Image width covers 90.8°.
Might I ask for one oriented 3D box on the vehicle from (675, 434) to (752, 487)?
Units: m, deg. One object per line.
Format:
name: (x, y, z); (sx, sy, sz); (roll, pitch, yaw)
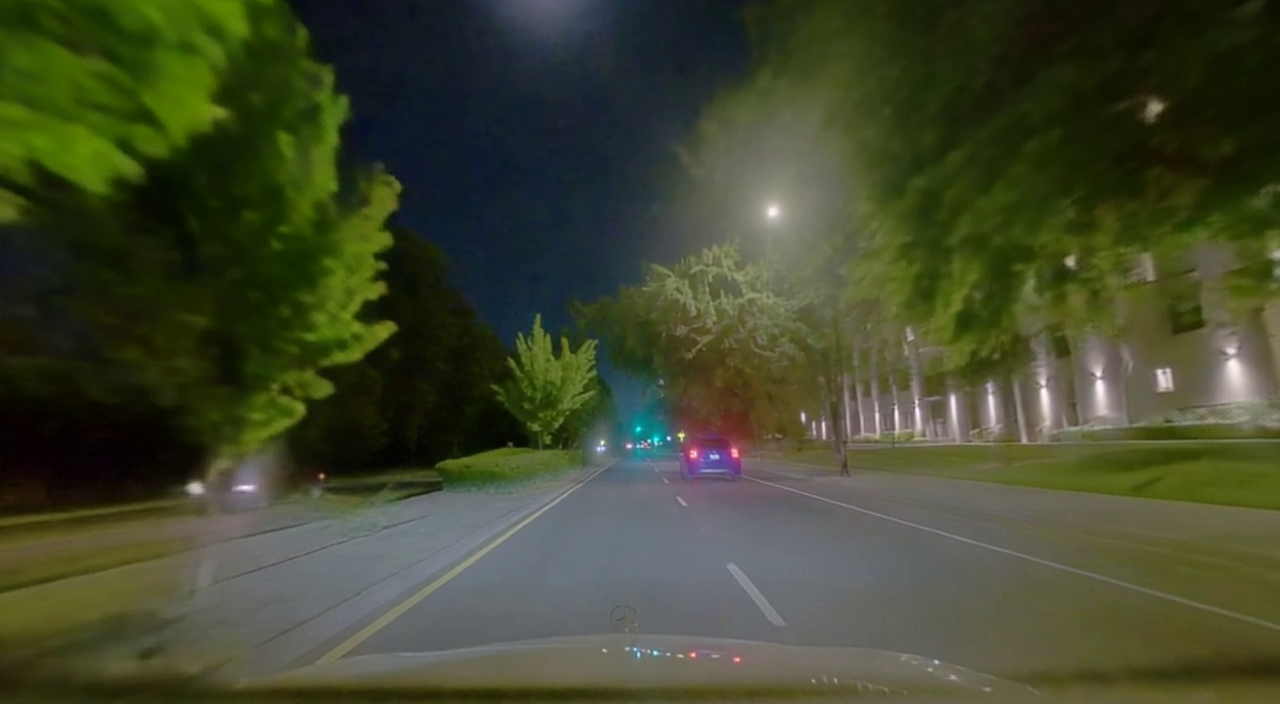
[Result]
vehicle: (2.523, 3.865, 22.860); (2.164, 1.725, 4.285); (0, -8, -1)

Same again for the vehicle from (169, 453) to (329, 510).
vehicle: (-11.792, 3.910, 19.538); (1.968, 1.476, 4.631); (0, -8, 0)
